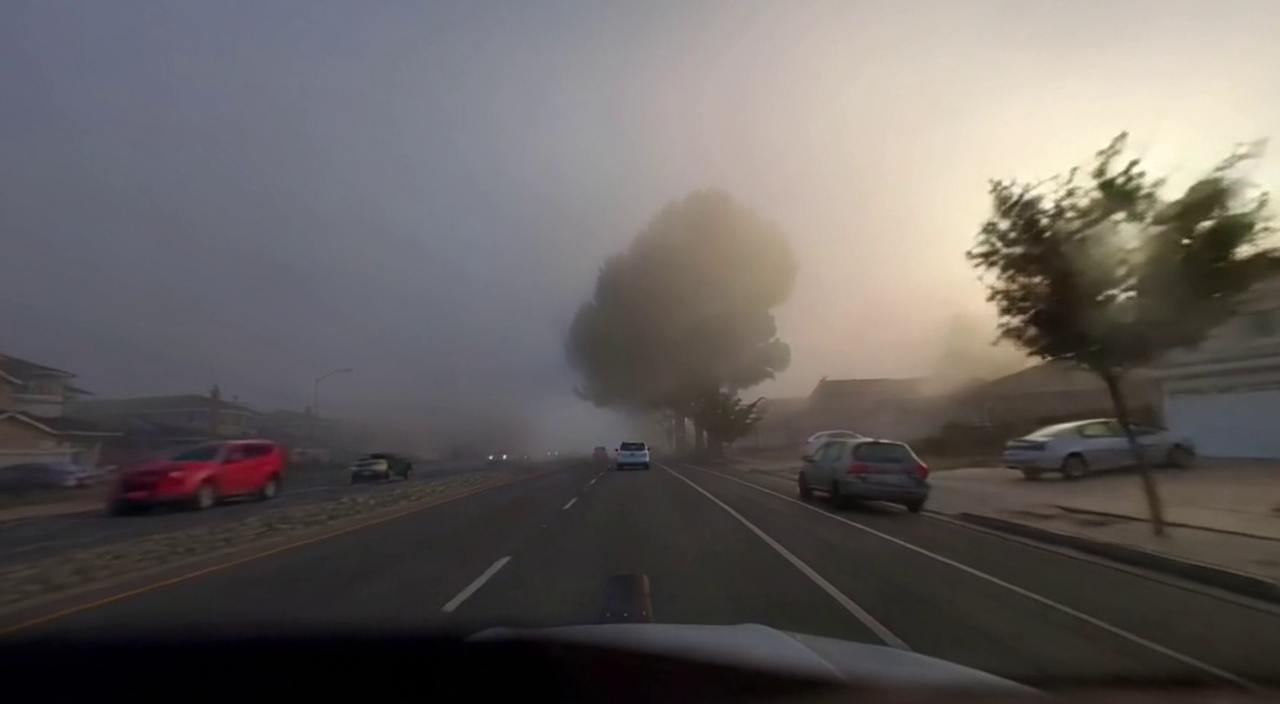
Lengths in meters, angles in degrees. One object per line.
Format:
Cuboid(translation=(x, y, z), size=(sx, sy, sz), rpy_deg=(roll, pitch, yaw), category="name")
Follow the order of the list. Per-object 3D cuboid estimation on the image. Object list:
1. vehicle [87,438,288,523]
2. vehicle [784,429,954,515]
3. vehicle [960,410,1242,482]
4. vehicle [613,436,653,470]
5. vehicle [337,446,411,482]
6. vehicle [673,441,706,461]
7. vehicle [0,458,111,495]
Cuboid(translation=(-11.340, 3.174, 16.299), size=(1.948, 1.725, 4.443), rpy_deg=(-5, -8, 0), category="vehicle")
Cuboid(translation=(4.596, 2.454, 13.476), size=(2.020, 1.518, 4.255), rpy_deg=(0, -8, 0), category="vehicle")
Cuboid(translation=(11.785, 2.449, 16.492), size=(5.538, 1.703, 2.286), rpy_deg=(0, -9, 0), category="vehicle")
Cuboid(translation=(-0.386, 5.333, 33.522), size=(2.024, 1.655, 4.301), rpy_deg=(0, -8, -1), category="vehicle")
Cuboid(translation=(-14.846, 6.221, 35.528), size=(2.034, 1.810, 4.976), rpy_deg=(-1, -8, -1), category="vehicle")
Cuboid(translation=(3.782, 7.663, 48.951), size=(2.045, 1.517, 4.394), rpy_deg=(0, -8, -2), category="vehicle")
Cuboid(translation=(-27.200, 5.608, 28.571), size=(4.644, 1.541, 1.873), rpy_deg=(0, -8, -1), category="vehicle")
